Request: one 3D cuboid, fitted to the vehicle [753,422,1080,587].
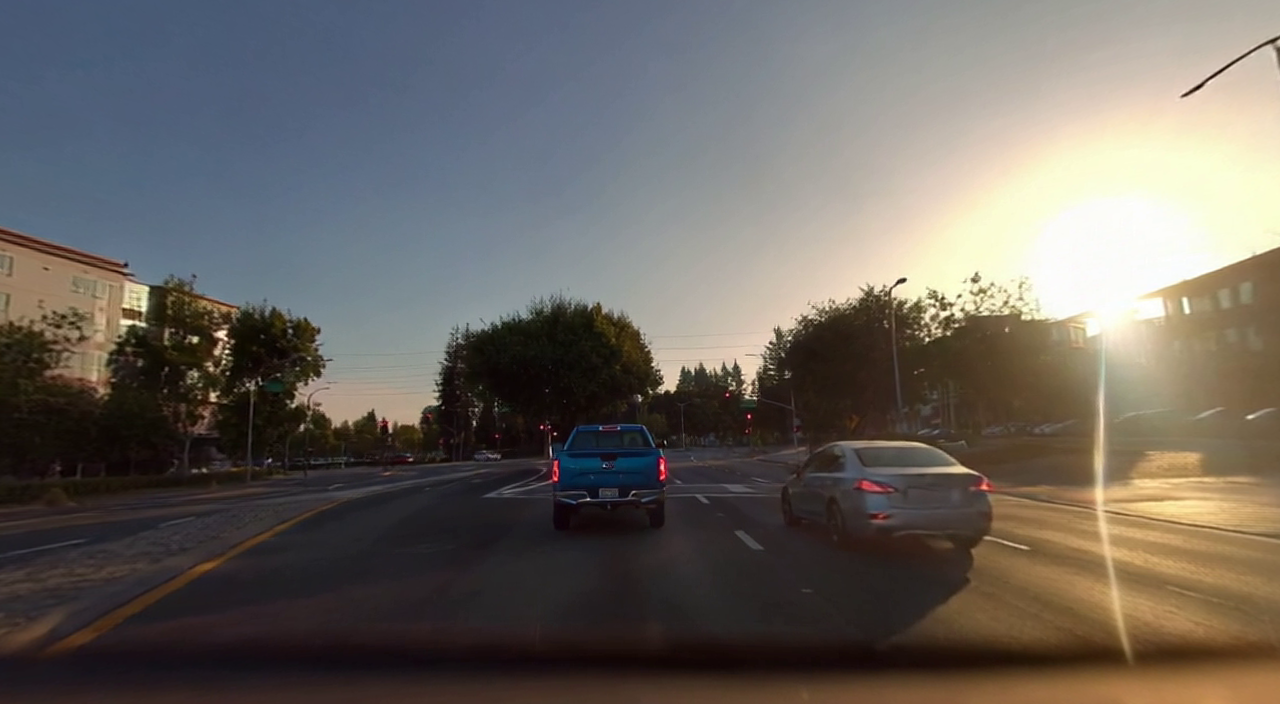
[{"bbox_3d":[2.942,1.729,8.070,2.073,1.484,4.437,0,-8,-1],"label":"vehicle"}]

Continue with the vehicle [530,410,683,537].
[{"bbox_3d":[-0.500,2.059,11.313,2.145,1.762,4.731,0,-8,-1],"label":"vehicle"}]
